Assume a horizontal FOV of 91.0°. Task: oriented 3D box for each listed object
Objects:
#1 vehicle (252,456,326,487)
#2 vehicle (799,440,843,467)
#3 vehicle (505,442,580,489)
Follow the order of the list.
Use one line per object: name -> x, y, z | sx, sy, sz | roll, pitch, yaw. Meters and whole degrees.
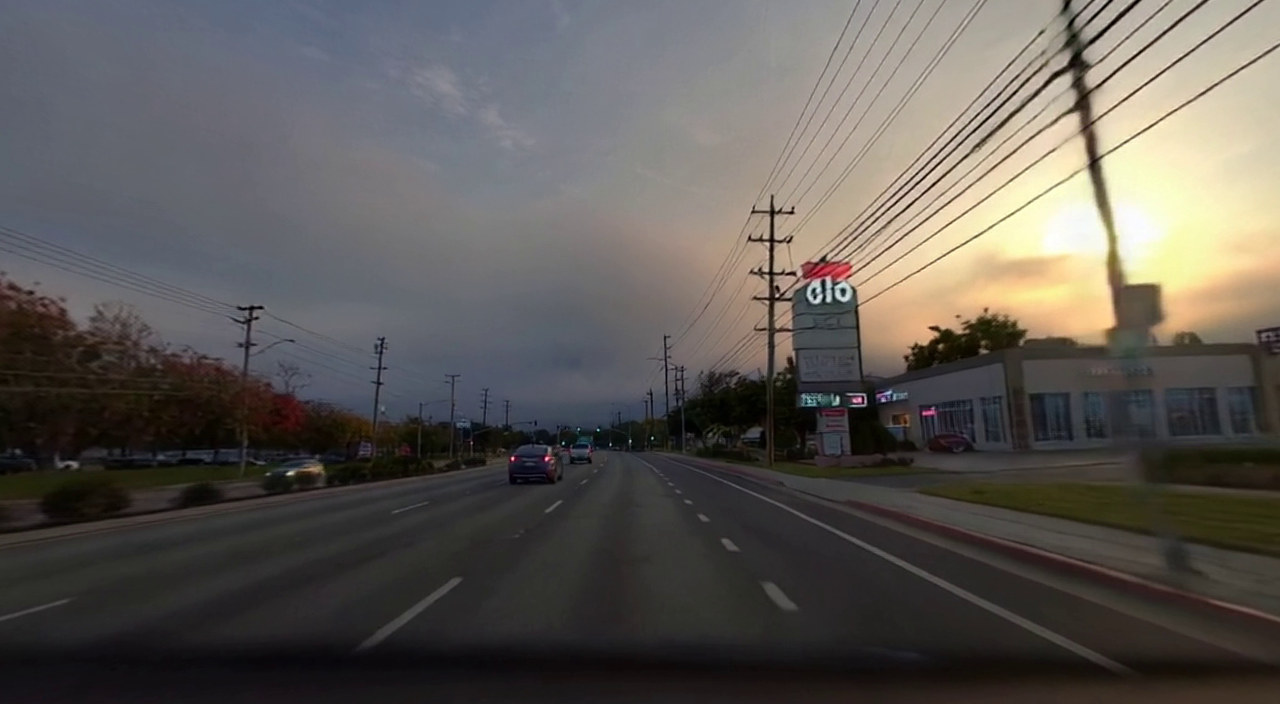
vehicle -> -20.167, 6.855, 36.396 | 1.925, 1.554, 4.271 | 1, -9, -3
vehicle -> 12.198, 6.842, 42.682 | 1.894, 1.671, 4.290 | -1, -8, 4
vehicle -> -3.301, 3.926, 22.221 | 1.942, 1.469, 4.426 | 0, -8, 0
